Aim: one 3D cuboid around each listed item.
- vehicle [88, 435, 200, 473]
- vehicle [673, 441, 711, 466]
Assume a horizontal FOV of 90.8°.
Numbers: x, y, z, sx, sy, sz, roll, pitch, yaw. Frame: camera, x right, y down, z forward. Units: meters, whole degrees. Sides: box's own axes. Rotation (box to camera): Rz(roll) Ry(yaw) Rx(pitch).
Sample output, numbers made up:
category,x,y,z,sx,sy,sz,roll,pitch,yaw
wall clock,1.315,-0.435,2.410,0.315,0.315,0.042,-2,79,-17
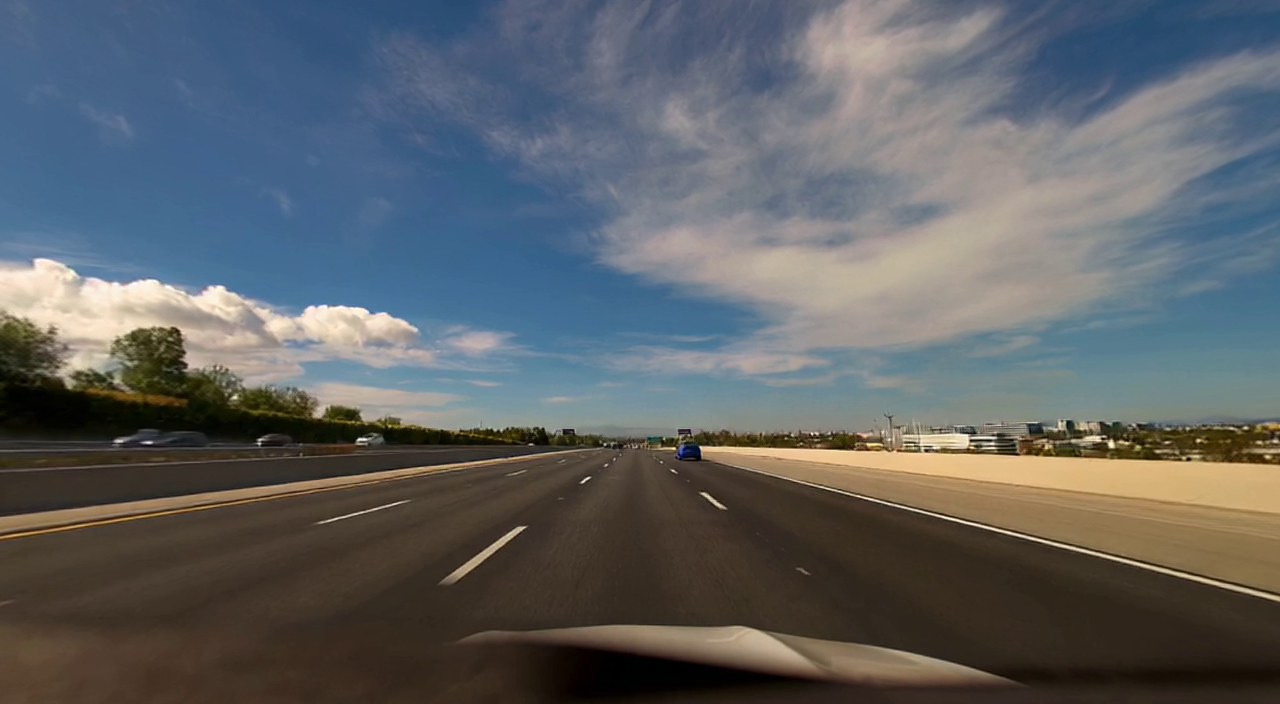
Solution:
category,x,y,z,sx,sy,sz,roll,pitch,yaw
vehicle,-22.791,4.680,29.250,2.124,1.610,3.846,1,-8,-3
vehicle,3.286,6.468,40.492,2.000,1.533,3.770,0,-8,-1
